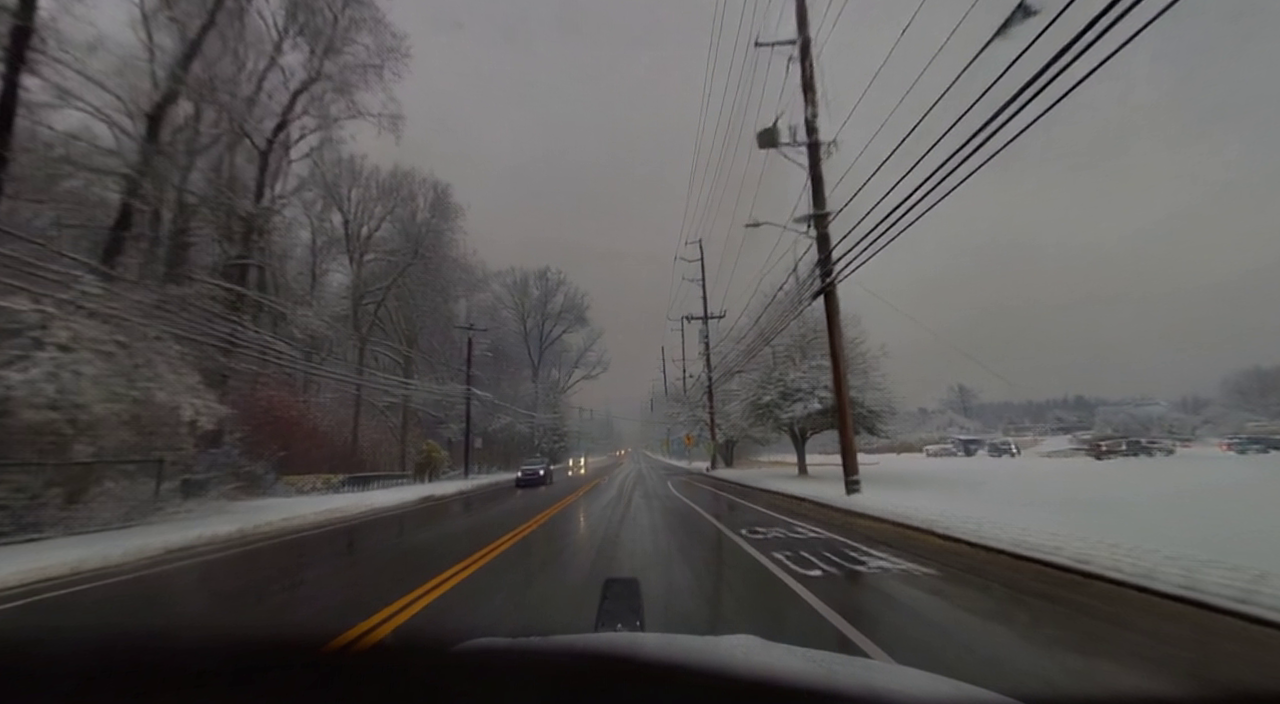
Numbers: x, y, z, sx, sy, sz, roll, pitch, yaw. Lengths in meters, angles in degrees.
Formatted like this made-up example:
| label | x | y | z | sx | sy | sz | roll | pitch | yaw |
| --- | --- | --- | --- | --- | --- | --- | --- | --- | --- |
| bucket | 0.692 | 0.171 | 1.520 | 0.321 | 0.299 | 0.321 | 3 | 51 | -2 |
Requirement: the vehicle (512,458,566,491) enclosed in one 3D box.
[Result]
| label | x | y | z | sx | sy | sz | roll | pitch | yaw |
| --- | --- | --- | --- | --- | --- | --- | --- | --- | --- |
| vehicle | -4.850 | 5.939 | 30.839 | 1.966 | 1.468 | 4.207 | 0 | -10 | 0 |
